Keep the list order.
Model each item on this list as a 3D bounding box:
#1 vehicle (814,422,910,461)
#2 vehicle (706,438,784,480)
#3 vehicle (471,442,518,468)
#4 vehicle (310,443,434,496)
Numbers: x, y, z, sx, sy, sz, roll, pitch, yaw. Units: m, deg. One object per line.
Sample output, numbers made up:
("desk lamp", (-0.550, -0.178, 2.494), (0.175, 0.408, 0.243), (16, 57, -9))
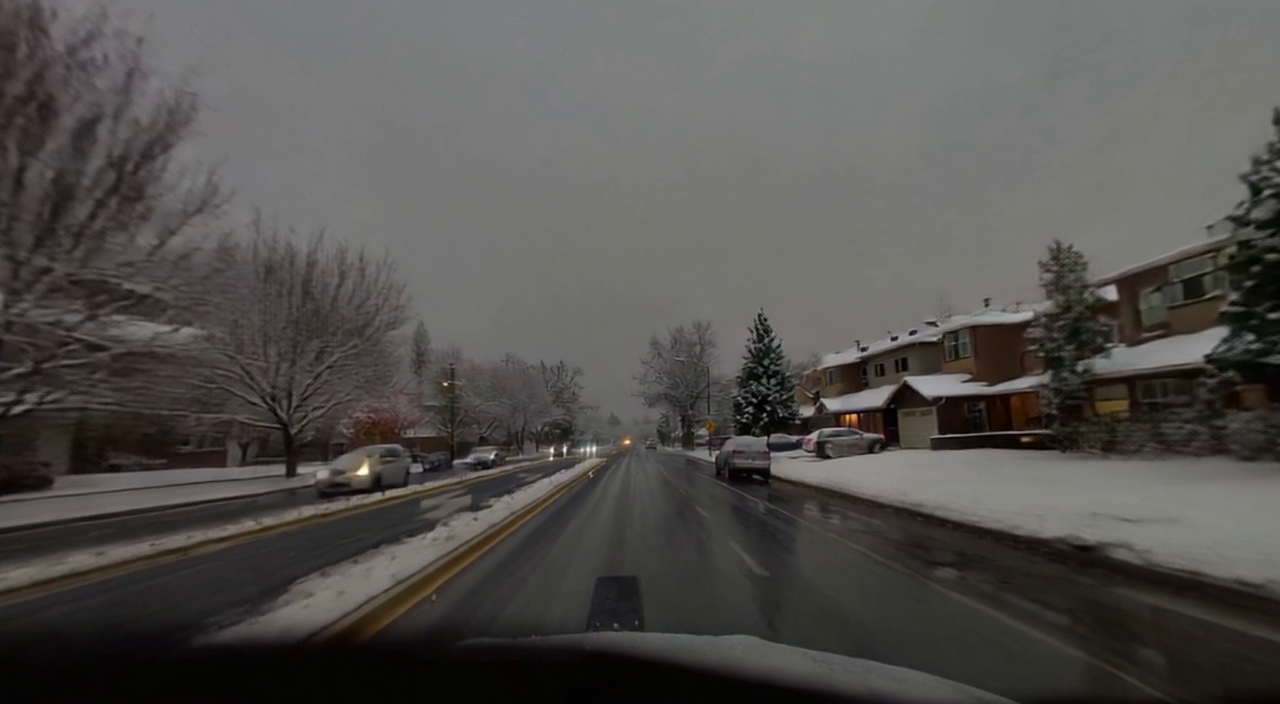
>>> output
("vehicle", (11.071, 4.484, 31.690), (3.999, 1.599, 1.819), (-5, -8, 0))
("vehicle", (3.956, 4.113, 24.698), (1.946, 1.431, 4.695), (0, -8, -4))
("vehicle", (-8.947, 6.357, 39.200), (1.871, 1.484, 4.383), (-1, -8, 0))
("vehicle", (-8.472, 3.724, 20.529), (1.986, 1.442, 4.602), (-1, -8, 0))
